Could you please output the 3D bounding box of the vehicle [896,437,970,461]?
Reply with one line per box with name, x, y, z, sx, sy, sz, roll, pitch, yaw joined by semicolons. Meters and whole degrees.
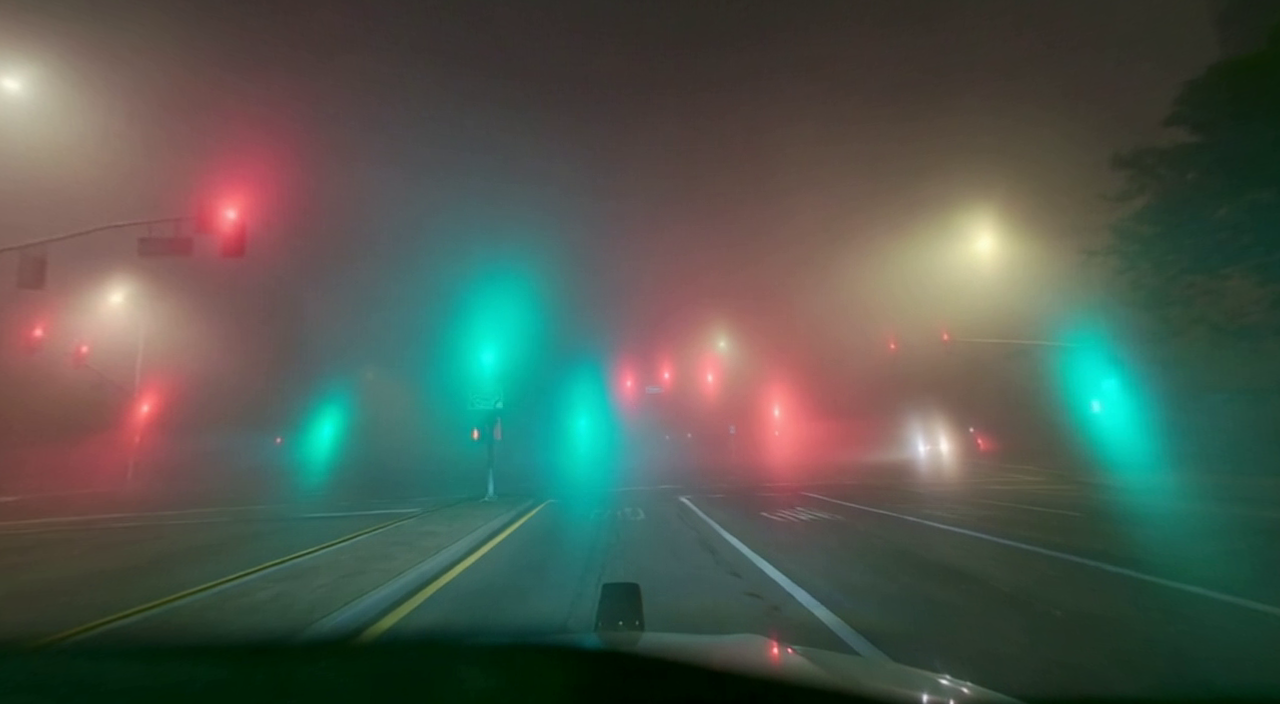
vehicle;20.837;6.878;44.784;4.769;1.634;1.884;2;-9;-20
